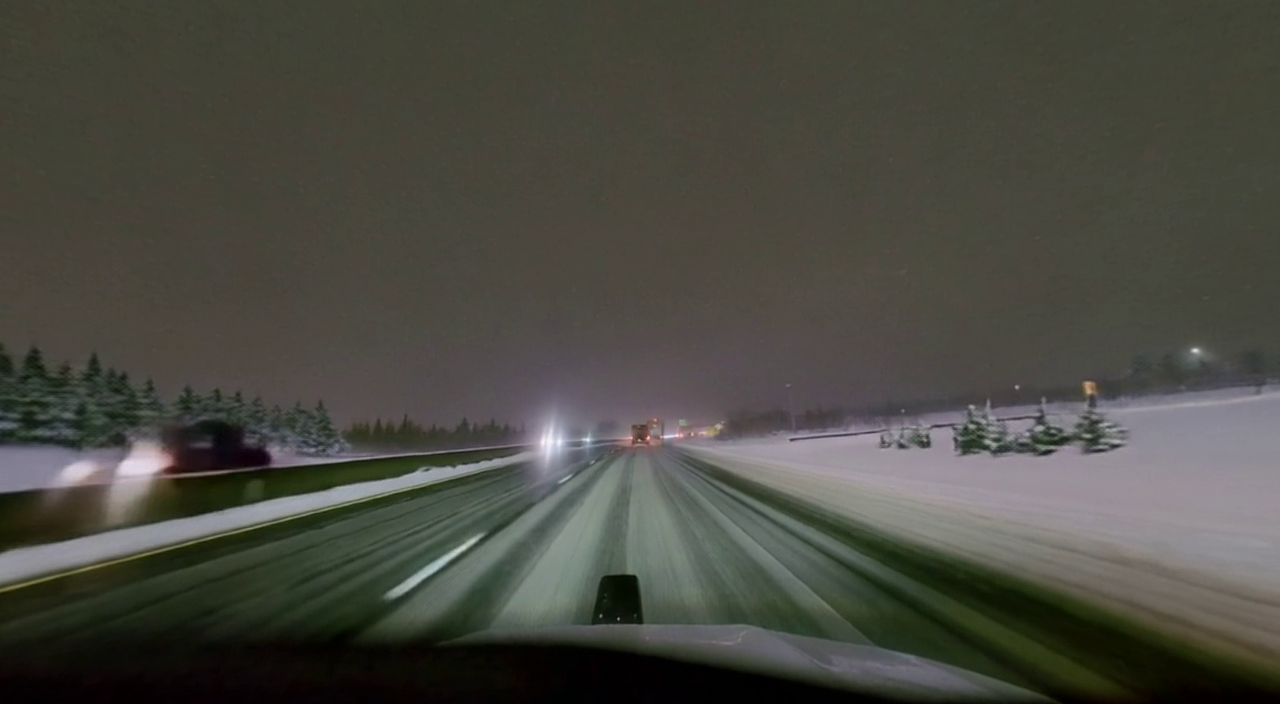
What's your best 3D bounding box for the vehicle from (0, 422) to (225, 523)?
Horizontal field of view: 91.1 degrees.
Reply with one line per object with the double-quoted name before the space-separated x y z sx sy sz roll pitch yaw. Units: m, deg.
"vehicle" -11.130 2.321 12.826 2.008 1.649 4.942 0 -8 -1
